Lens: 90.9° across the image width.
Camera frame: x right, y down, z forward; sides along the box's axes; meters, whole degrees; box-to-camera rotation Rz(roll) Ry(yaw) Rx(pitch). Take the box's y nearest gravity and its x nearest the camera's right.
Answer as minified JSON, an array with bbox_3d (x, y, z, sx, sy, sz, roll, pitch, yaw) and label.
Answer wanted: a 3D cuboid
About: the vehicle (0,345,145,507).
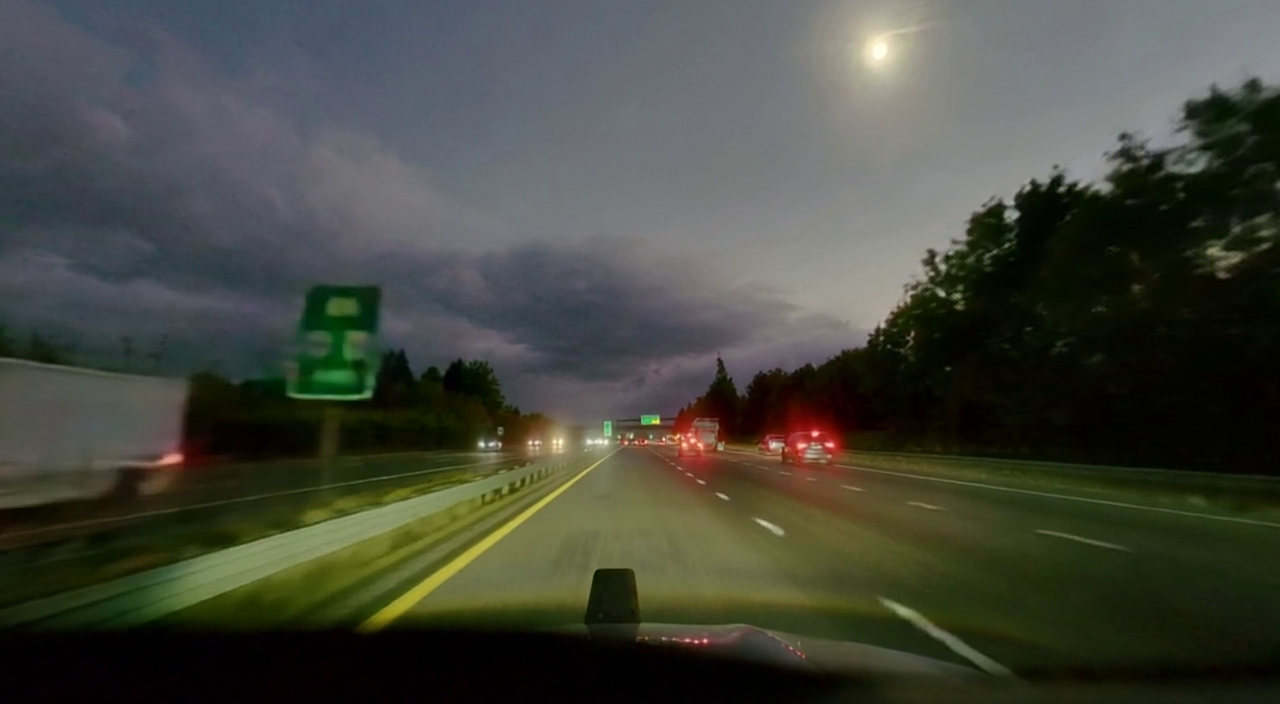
[{"bbox_3d":[-12.708,1.338,11.363,2.310,2.895,6.410,0,-8,0],"label":"vehicle"}]
